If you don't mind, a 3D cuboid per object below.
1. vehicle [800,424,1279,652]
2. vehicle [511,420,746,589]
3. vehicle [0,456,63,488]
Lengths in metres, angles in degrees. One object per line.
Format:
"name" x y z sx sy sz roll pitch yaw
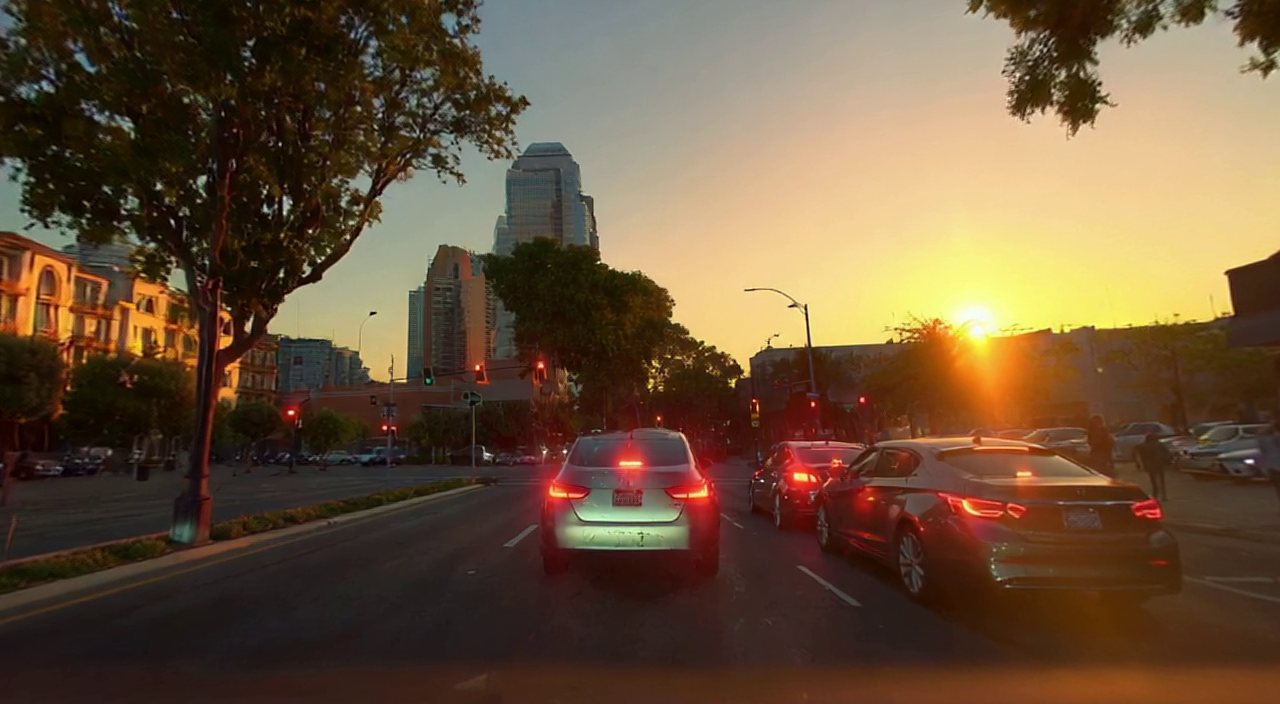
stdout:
"vehicle" 3.213 1.548 6.426 1.912 1.454 4.537 0 -9 -1
"vehicle" -0.135 1.685 7.800 2.118 1.512 4.013 0 -9 -1
"vehicle" -31.726 5.992 31.563 1.913 1.531 4.000 -9 -12 43
